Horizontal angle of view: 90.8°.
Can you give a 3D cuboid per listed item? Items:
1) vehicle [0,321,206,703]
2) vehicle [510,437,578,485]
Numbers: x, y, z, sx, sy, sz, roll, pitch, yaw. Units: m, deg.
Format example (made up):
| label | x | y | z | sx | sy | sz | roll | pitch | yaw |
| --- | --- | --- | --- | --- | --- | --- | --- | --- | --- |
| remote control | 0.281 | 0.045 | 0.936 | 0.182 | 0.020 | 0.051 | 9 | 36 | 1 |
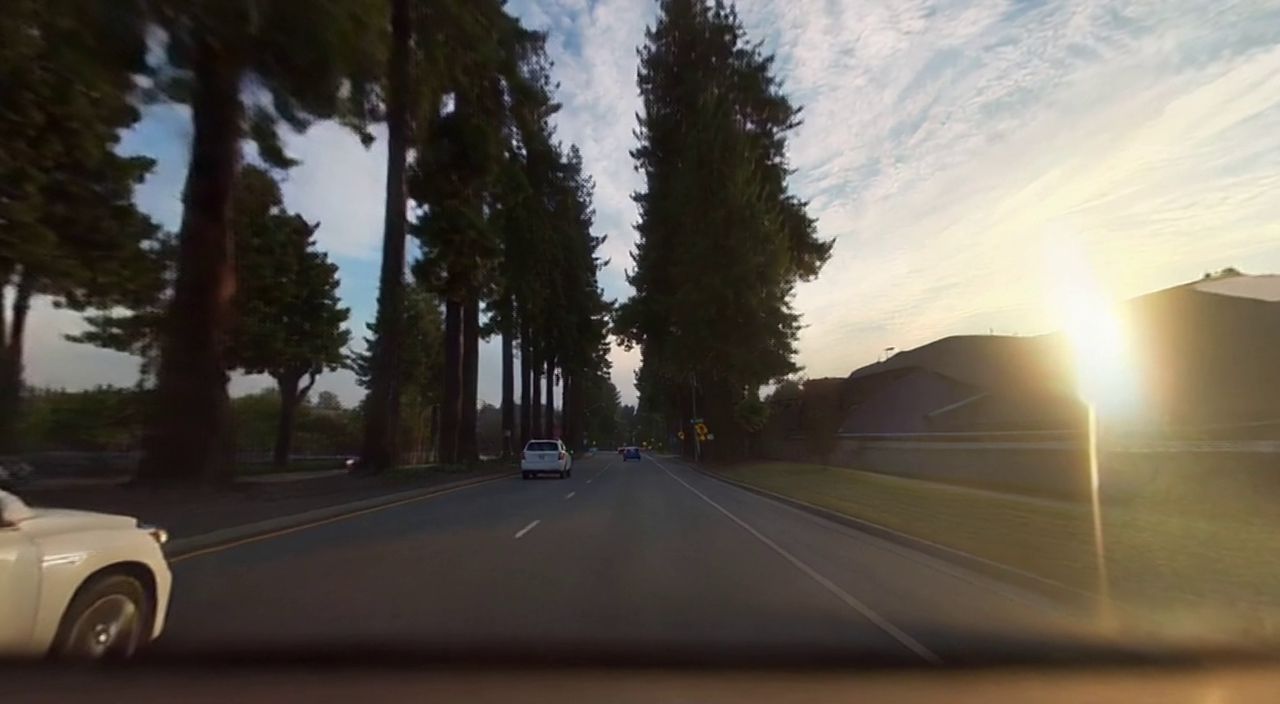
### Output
| label | x | y | z | sx | sy | sz | roll | pitch | yaw |
| --- | --- | --- | --- | --- | --- | --- | --- | --- | --- |
| vehicle | -3.335 | 0.590 | 1.063 | 2.152 | 1.731 | 4.335 | 0 | -8 | -1 |
| vehicle | -3.725 | 4.300 | 25.301 | 2.078 | 1.748 | 4.279 | 0 | -8 | 0 |
